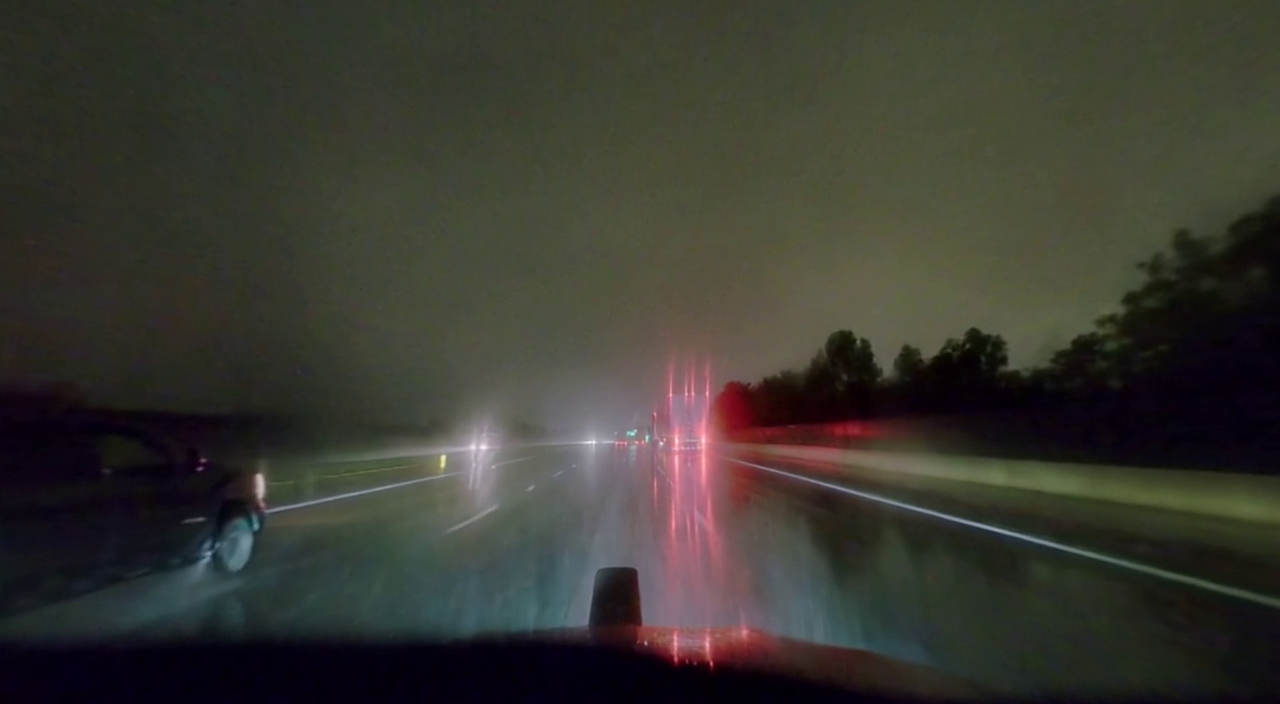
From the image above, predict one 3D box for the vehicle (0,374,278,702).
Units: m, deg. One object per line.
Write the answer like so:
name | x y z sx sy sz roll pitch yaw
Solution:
vehicle | -4.188 0.953 3.353 2.044 1.604 4.144 0 -8 0
